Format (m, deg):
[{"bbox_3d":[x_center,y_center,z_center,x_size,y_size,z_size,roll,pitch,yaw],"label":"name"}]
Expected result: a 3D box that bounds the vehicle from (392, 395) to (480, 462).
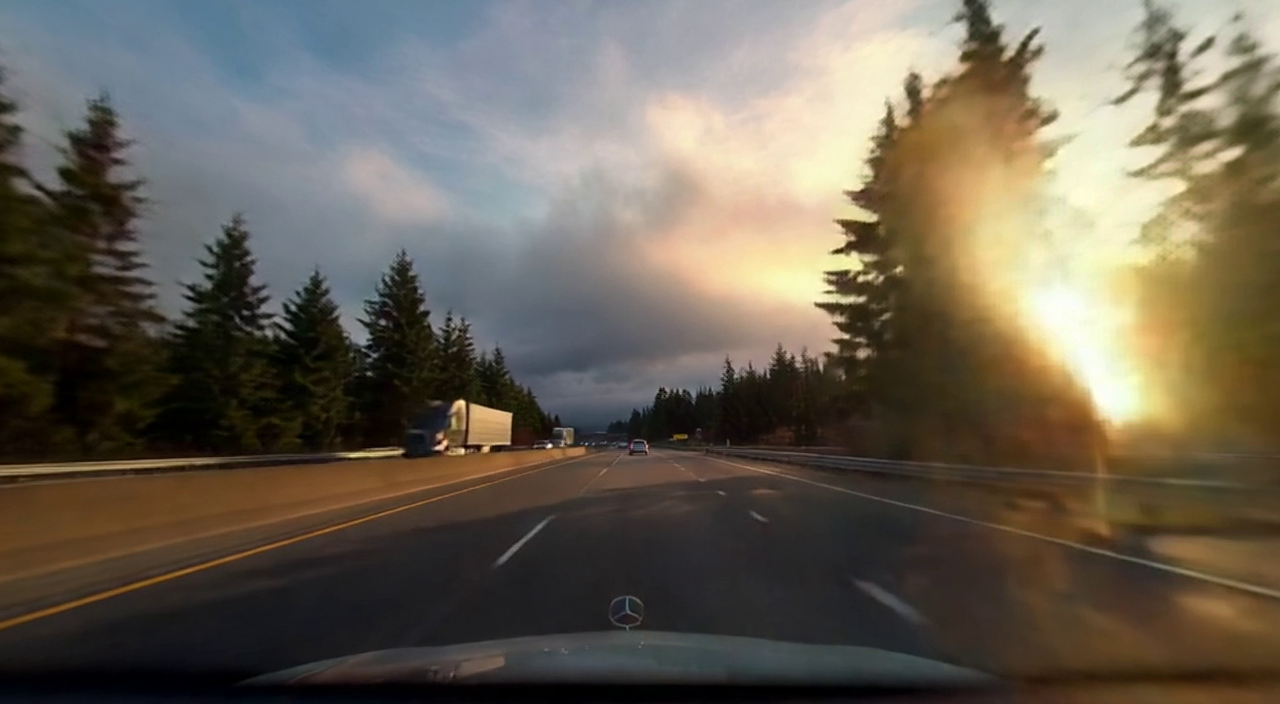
[{"bbox_3d":[-13.323,5.189,42.125,3.009,4.018,8.498,0,-8,0],"label":"vehicle"}]
